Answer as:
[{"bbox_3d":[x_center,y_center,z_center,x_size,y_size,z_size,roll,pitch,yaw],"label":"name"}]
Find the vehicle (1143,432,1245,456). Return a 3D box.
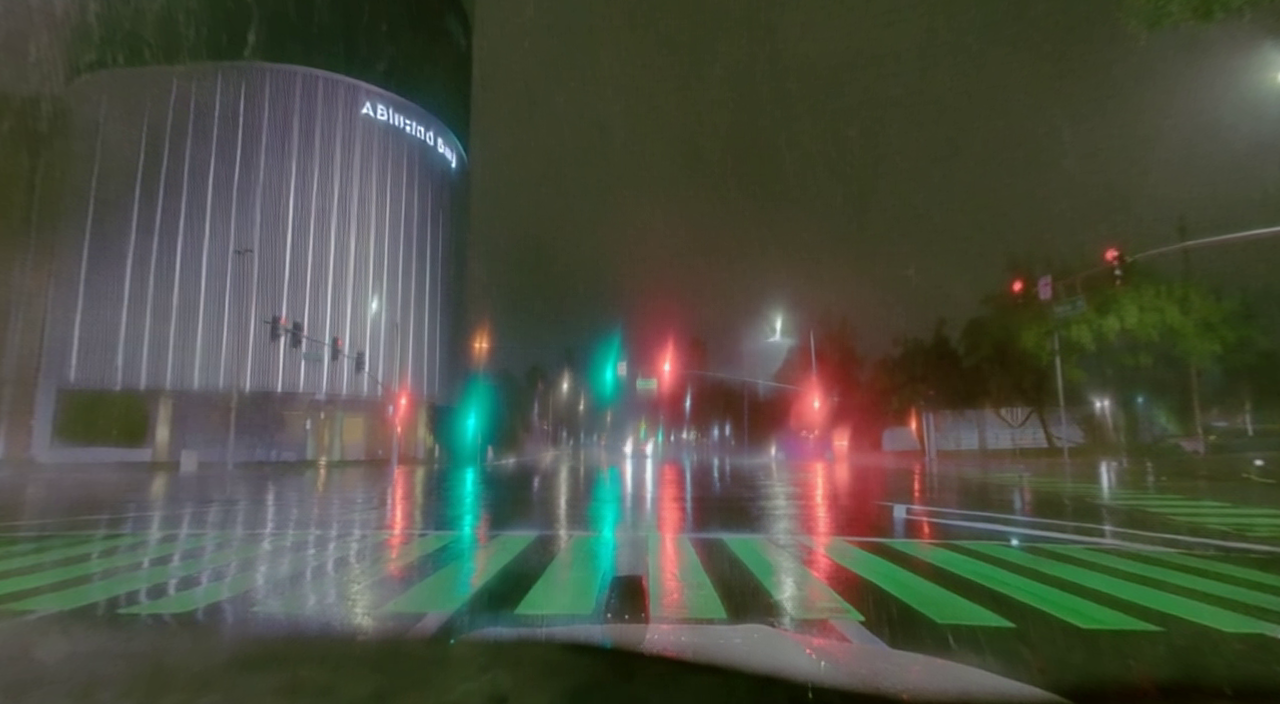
[{"bbox_3d":[36.149,6.016,41.205,4.767,1.456,1.858,0,-8,3],"label":"vehicle"}]

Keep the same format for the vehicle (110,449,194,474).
[{"bbox_3d":[-33.073,7.403,42.756,4.136,1.661,1.857,0,-8,1],"label":"vehicle"}]

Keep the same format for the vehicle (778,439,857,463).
[{"bbox_3d":[11.085,6.209,39.680,4.529,1.457,1.981,-2,-9,10],"label":"vehicle"}]

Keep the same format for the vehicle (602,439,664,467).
[{"bbox_3d":[-0.494,5.634,35.274,2.280,1.454,4.836,2,-9,-16],"label":"vehicle"}]

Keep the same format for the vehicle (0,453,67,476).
[{"bbox_3d":[-41.657,7.631,42.770,3.698,1.467,1.779,0,-8,1],"label":"vehicle"}]
